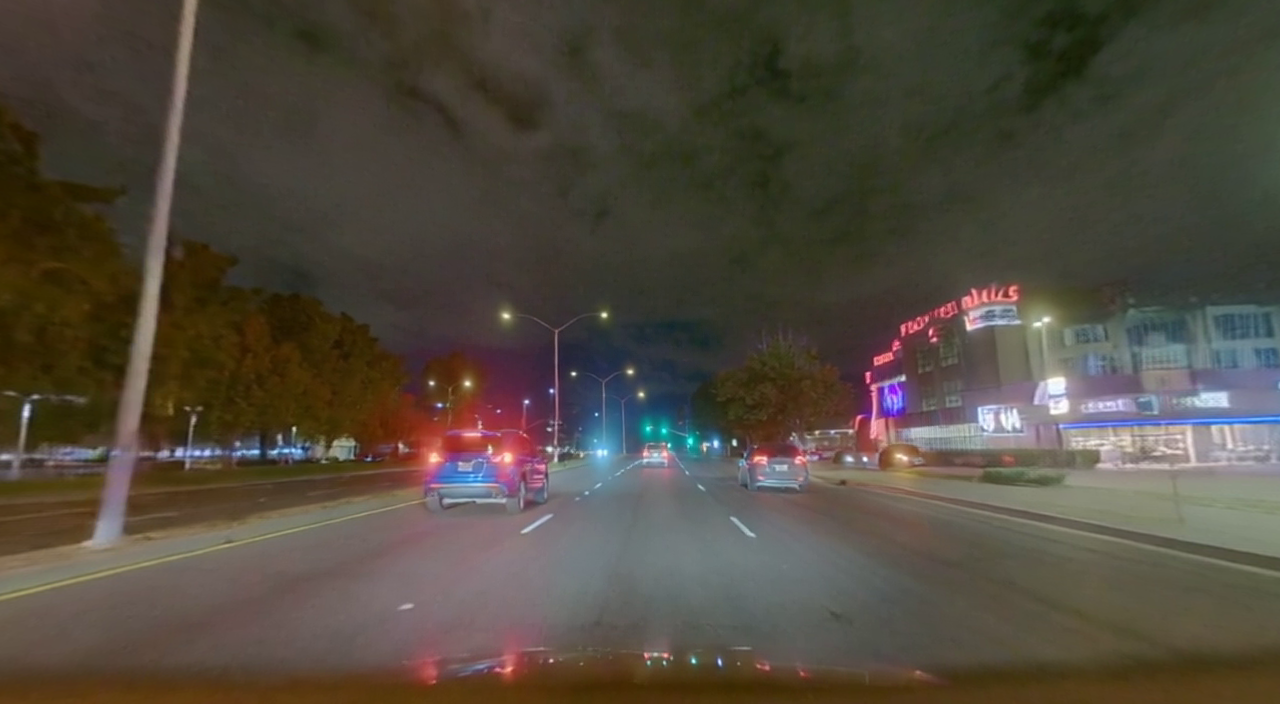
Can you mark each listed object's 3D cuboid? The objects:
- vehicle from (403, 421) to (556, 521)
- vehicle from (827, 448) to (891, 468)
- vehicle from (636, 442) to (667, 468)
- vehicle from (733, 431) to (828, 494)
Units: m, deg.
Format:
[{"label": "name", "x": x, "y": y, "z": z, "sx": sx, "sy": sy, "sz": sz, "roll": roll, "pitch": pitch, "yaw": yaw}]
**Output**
[{"label": "vehicle", "x": -3.233, "y": 2.509, "z": 13.800, "sx": 2.047, "sy": 1.810, "sz": 4.414, "roll": 0, "pitch": -8, "yaw": 2}, {"label": "vehicle", "x": 16.587, "y": 8.033, "z": 47.741, "sx": 4.133, "sy": 1.475, "sz": 1.833, "roll": 2, "pitch": -9, "yaw": -11}, {"label": "vehicle", "x": 0.807, "y": 7.108, "z": 43.785, "sx": 2.067, "sy": 1.702, "sz": 3.987, "roll": 0, "pitch": -8, "yaw": 2}, {"label": "vehicle", "x": 4.321, "y": 3.477, "z": 20.192, "sx": 2.083, "sy": 1.779, "sz": 4.347, "roll": 0, "pitch": -8, "yaw": 1}]
